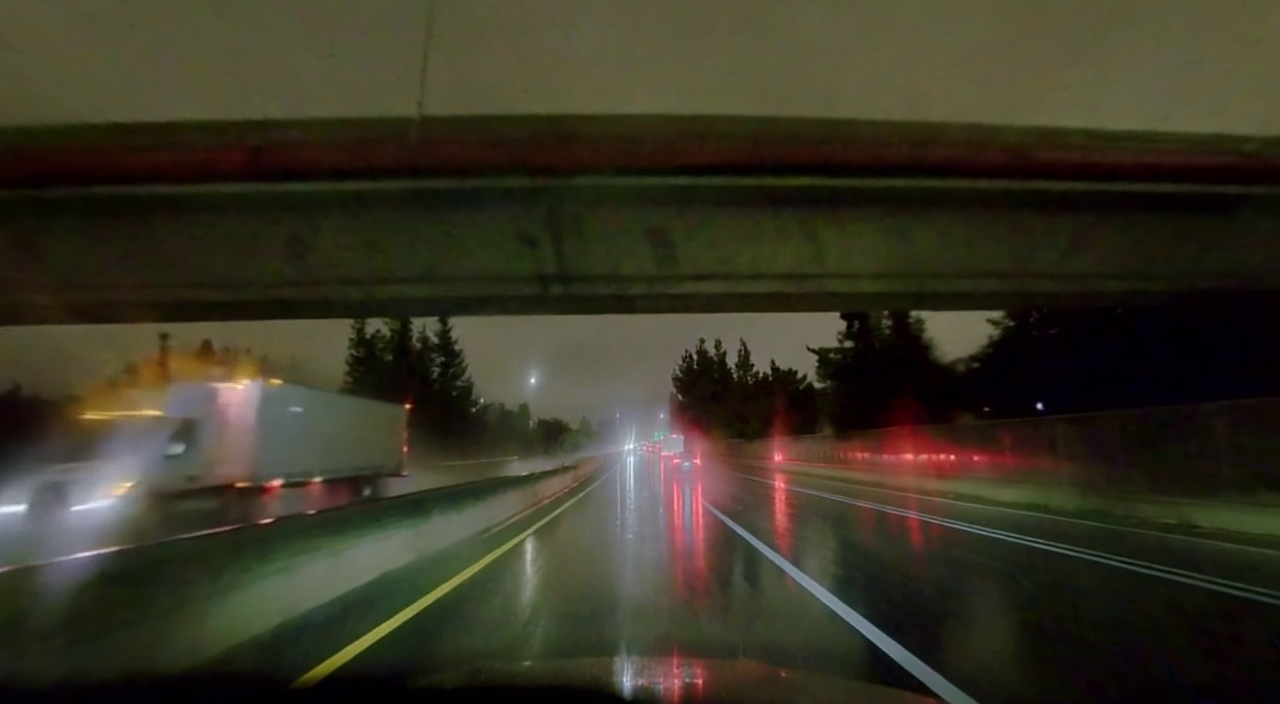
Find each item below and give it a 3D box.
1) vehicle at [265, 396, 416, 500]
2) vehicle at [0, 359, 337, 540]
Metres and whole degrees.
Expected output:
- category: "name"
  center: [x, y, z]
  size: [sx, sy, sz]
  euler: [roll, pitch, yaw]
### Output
- category: "vehicle"
  center: [-13.148, 4.365, 28.738]
  size: [2.848, 4.007, 7.992]
  euler: [0, -9, 0]
- category: "vehicle"
  center: [-13.115, 2.909, 19.044]
  size: [3.038, 4.027, 9.826]
  euler: [0, -9, 0]
